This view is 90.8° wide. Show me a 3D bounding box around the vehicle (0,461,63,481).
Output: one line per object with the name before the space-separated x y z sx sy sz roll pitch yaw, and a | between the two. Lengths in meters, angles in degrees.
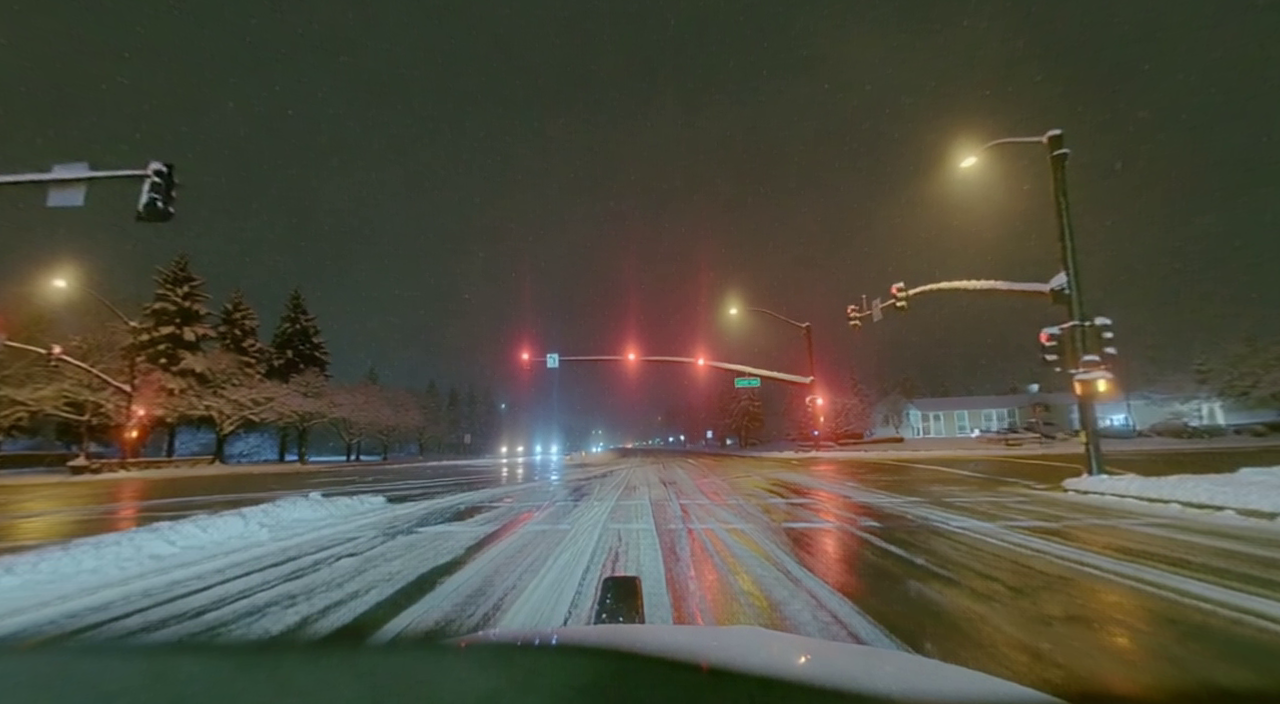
vehicle | -47.570 9.221 48.936 1.619 1.394 3.818 -5 -10 28
